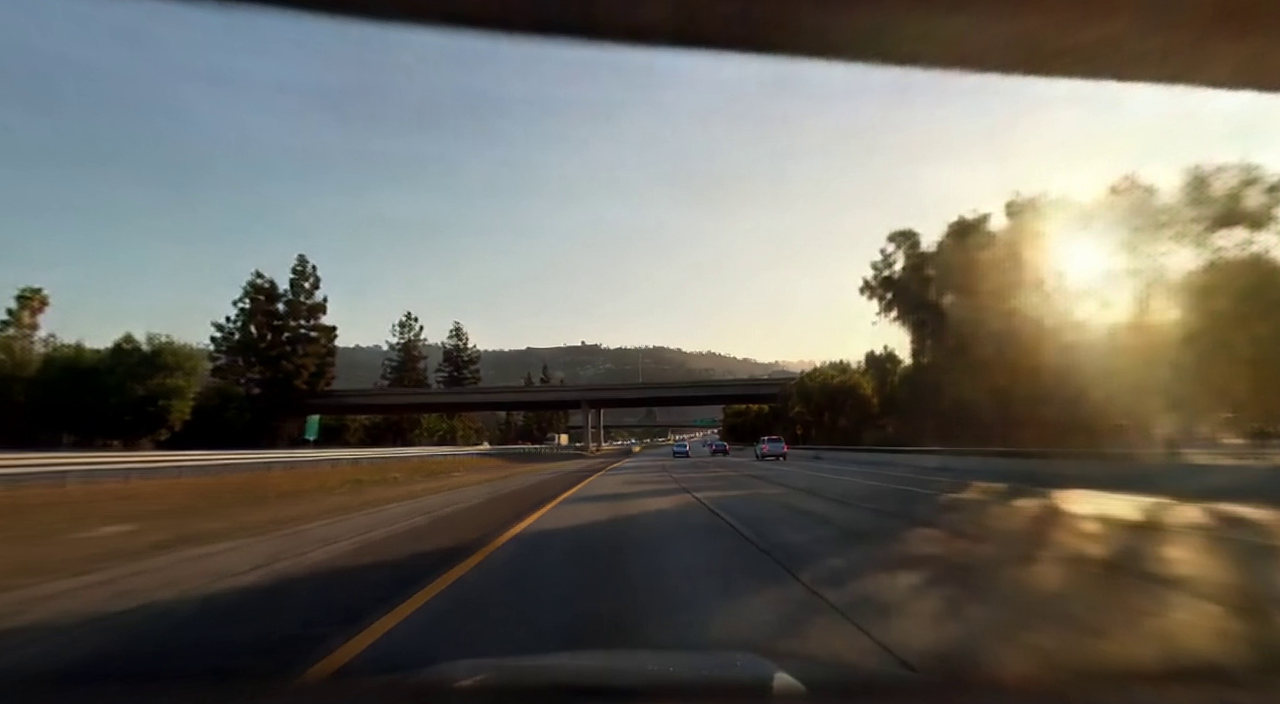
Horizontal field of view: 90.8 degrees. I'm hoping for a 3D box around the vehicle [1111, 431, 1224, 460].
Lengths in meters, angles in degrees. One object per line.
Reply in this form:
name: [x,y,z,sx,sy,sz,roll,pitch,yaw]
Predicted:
vehicle: [29.275,5.218,35.324,1.967,1.491,4.970,0,-9,-1]
